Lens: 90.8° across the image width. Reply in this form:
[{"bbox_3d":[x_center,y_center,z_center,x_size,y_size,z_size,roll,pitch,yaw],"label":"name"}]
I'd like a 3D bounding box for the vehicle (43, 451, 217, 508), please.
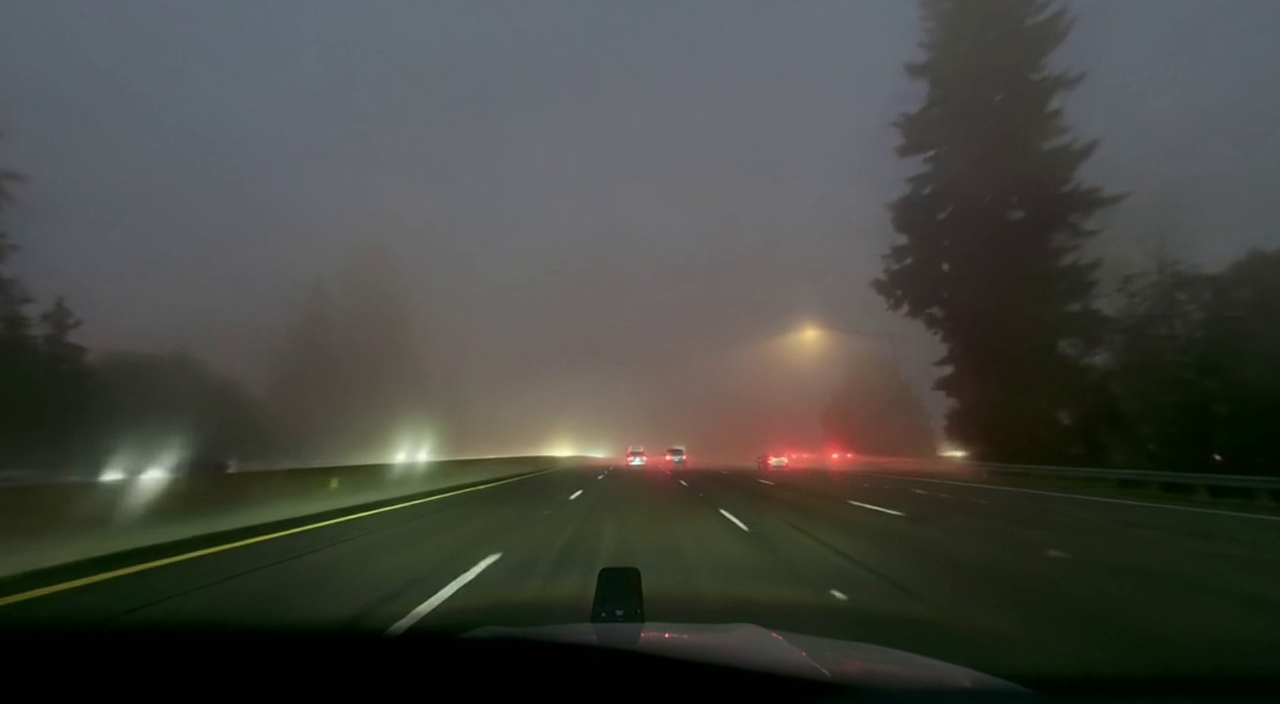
[{"bbox_3d":[-16.859,4.184,21.301,1.953,1.596,4.799,1,-8,-2],"label":"vehicle"}]

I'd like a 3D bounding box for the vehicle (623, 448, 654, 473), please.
[{"bbox_3d":[-0.170,7.748,45.521,2.124,1.673,4.545,0,-9,-2],"label":"vehicle"}]

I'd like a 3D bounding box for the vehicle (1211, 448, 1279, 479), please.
[{"bbox_3d":[31.256,5.452,31.164,1.886,1.450,4.349,0,-9,-3],"label":"vehicle"}]
